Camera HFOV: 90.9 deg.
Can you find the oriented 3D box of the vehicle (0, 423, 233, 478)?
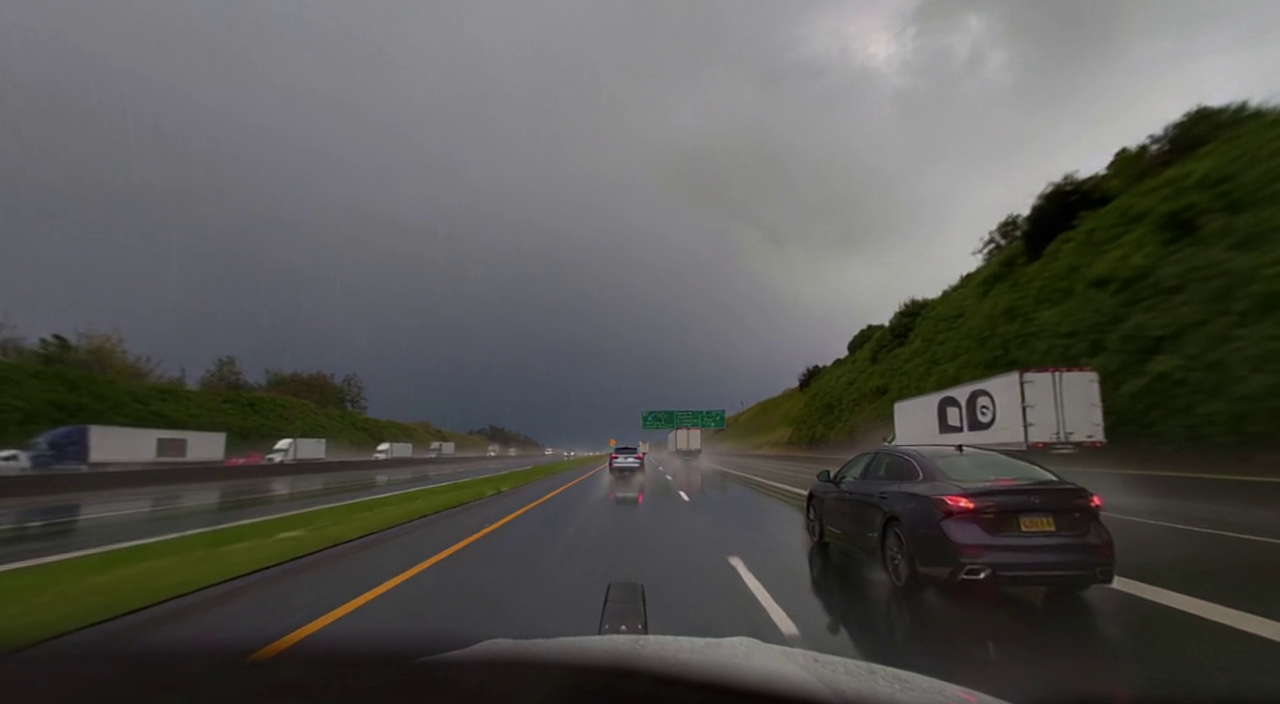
[{"bbox_3d":[-36.797,7.195,45.988,2.760,3.231,16.626,0,-9,2],"label":"vehicle"}]

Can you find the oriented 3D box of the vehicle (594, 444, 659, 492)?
[{"bbox_3d":[-0.437,3.836,21.128,1.970,1.441,3.846,0,-9,-1],"label":"vehicle"}]

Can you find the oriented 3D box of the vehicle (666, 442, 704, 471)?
[{"bbox_3d":[2.720,6.512,39.320,2.048,1.704,4.284,0,-9,0],"label":"vehicle"}]

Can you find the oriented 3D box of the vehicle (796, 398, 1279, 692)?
[{"bbox_3d":[3.087,1.381,5.738,1.997,1.534,4.664,0,-9,-2],"label":"vehicle"}]
